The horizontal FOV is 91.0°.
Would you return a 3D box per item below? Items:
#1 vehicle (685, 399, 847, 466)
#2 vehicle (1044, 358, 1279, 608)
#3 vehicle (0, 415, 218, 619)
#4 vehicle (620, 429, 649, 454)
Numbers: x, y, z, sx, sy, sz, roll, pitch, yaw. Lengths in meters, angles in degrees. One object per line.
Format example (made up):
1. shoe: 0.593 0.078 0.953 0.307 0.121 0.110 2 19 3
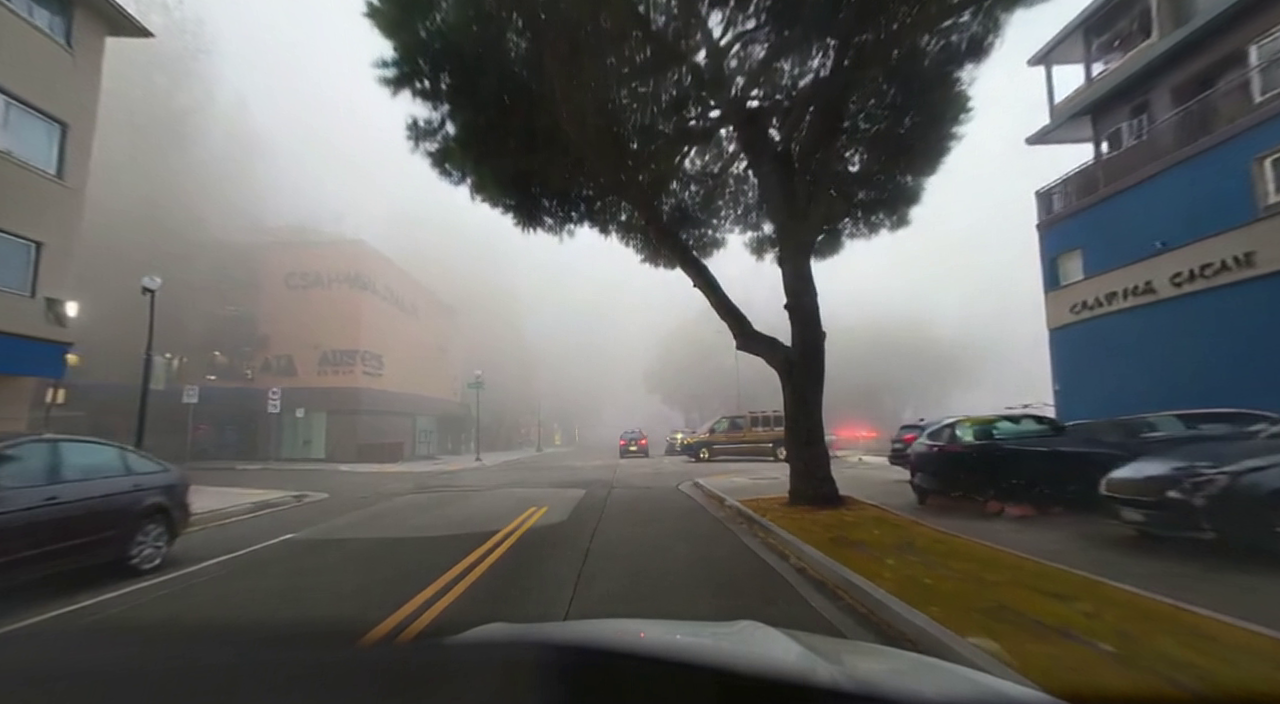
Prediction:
1. vehicle: 5.161 3.377 26.346 6.221 2.498 2.239 -5 -9 33
2. vehicle: 6.103 0.791 5.051 4.261 1.578 2.010 -4 -7 -2
3. vehicle: -5.953 1.362 5.436 1.856 1.587 4.042 0 -8 -2
4. vehicle: -0.474 7.077 49.732 2.152 1.874 4.209 0 -8 -1
